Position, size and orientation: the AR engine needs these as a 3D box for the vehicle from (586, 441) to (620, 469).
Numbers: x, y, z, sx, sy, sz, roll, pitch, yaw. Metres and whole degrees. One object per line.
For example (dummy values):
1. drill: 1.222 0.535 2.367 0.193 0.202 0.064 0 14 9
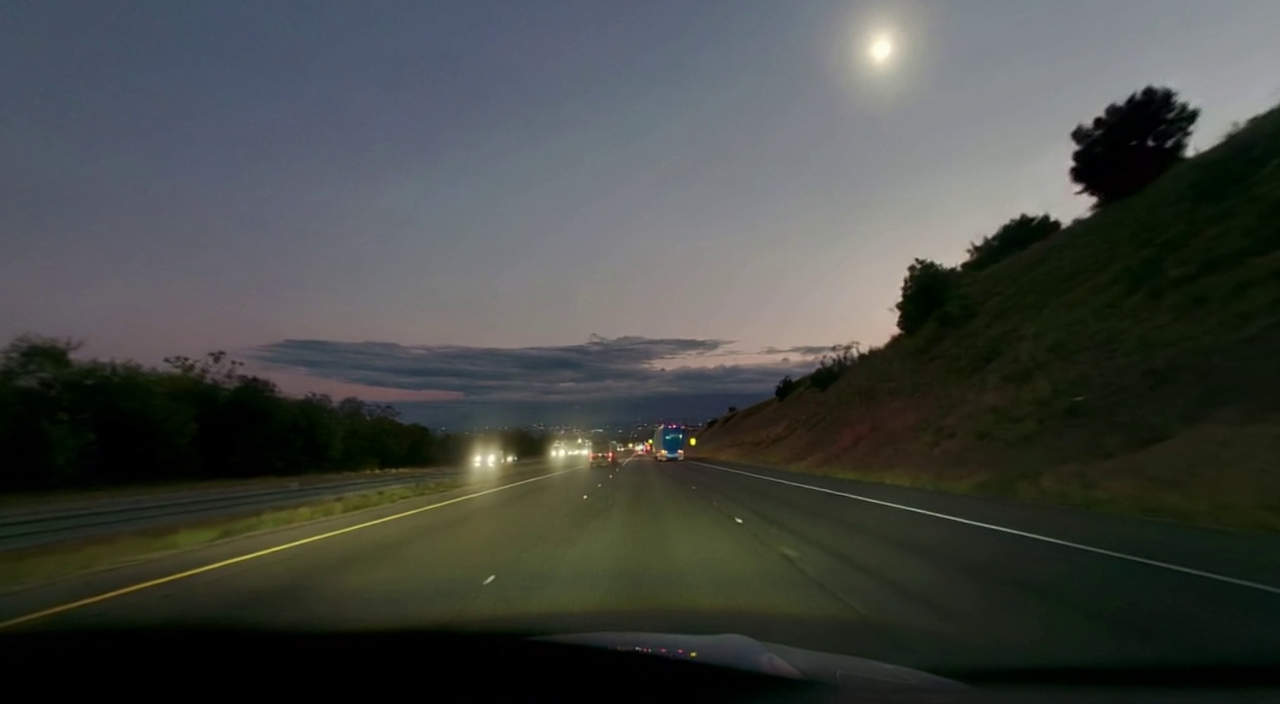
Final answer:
1. vehicle: -2.701 7.667 47.197 2.190 1.949 4.883 0 -9 0
